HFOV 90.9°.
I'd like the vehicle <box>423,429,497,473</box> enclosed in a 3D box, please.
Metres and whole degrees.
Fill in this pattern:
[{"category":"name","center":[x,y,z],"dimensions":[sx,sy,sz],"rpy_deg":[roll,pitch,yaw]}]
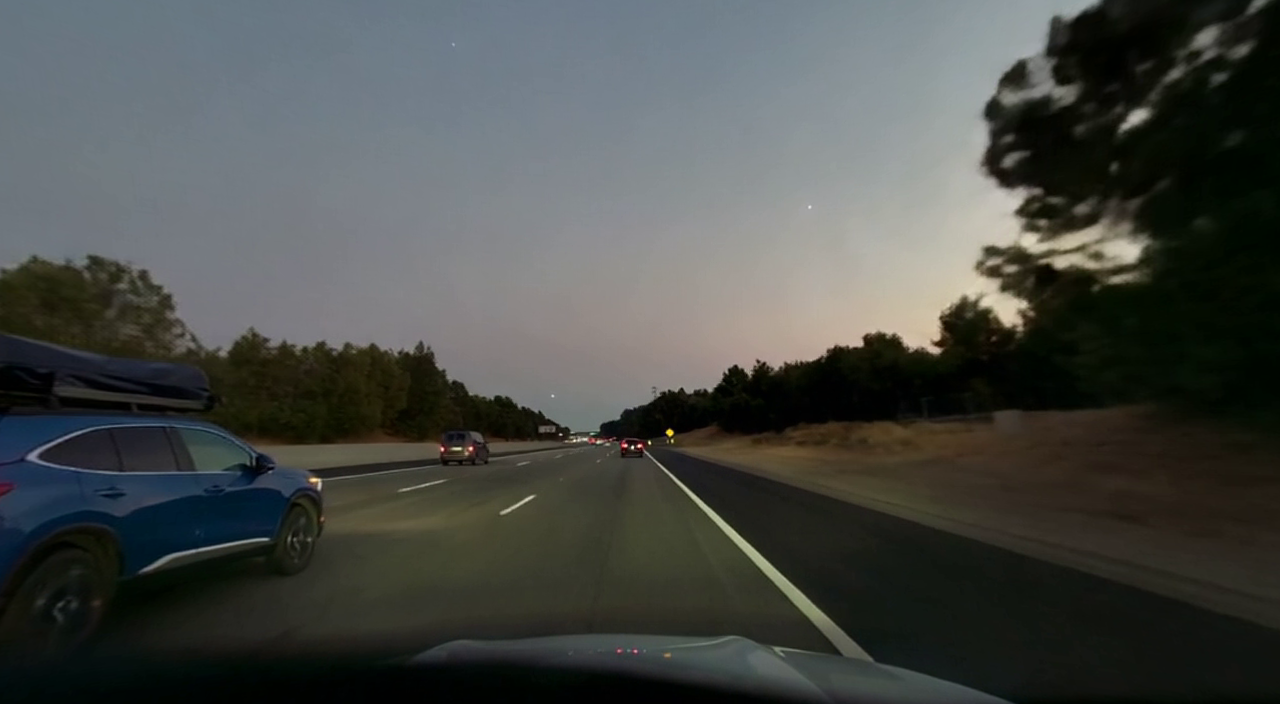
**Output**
[{"category":"vehicle","center":[-7.830,4.324,27.906],"dimensions":[1.964,1.745,4.338],"rpy_deg":[0,-8,0]}]

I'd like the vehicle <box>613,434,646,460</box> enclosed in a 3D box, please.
[{"category":"vehicle","center":[-0.703,6.406,42.858],"dimensions":[2.178,1.658,3.916],"rpy_deg":[0,-8,-1]}]

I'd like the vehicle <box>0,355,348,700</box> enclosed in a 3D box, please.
[{"category":"vehicle","center":[-4.320,1.096,4.712],"dimensions":[2.069,1.748,4.652],"rpy_deg":[0,-8,-1]}]
